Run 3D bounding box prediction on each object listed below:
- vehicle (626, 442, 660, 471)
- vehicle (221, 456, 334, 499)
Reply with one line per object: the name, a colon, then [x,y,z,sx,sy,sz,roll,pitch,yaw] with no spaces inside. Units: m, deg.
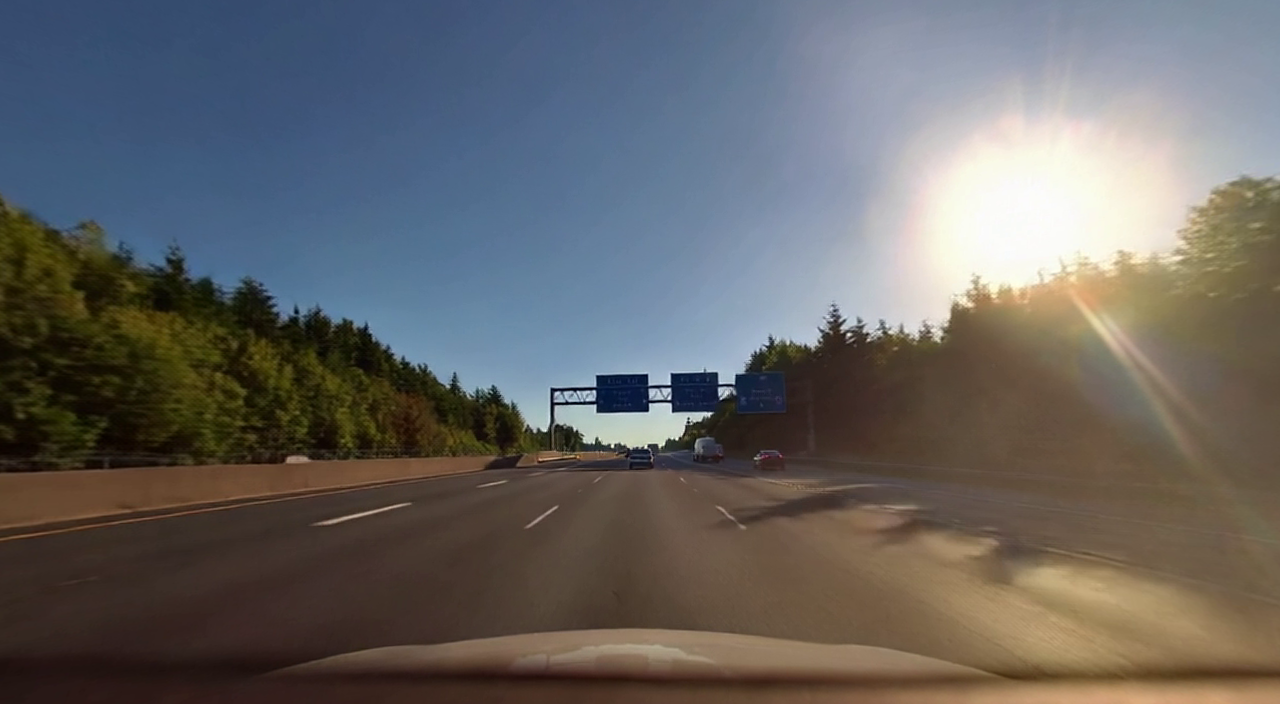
vehicle: [0.202,7.113,43.015,2.167,1.847,4.097,0,-9,1]
vehicle: [-14.367,4.969,25.299,1.841,1.472,4.463,0,-9,0]
